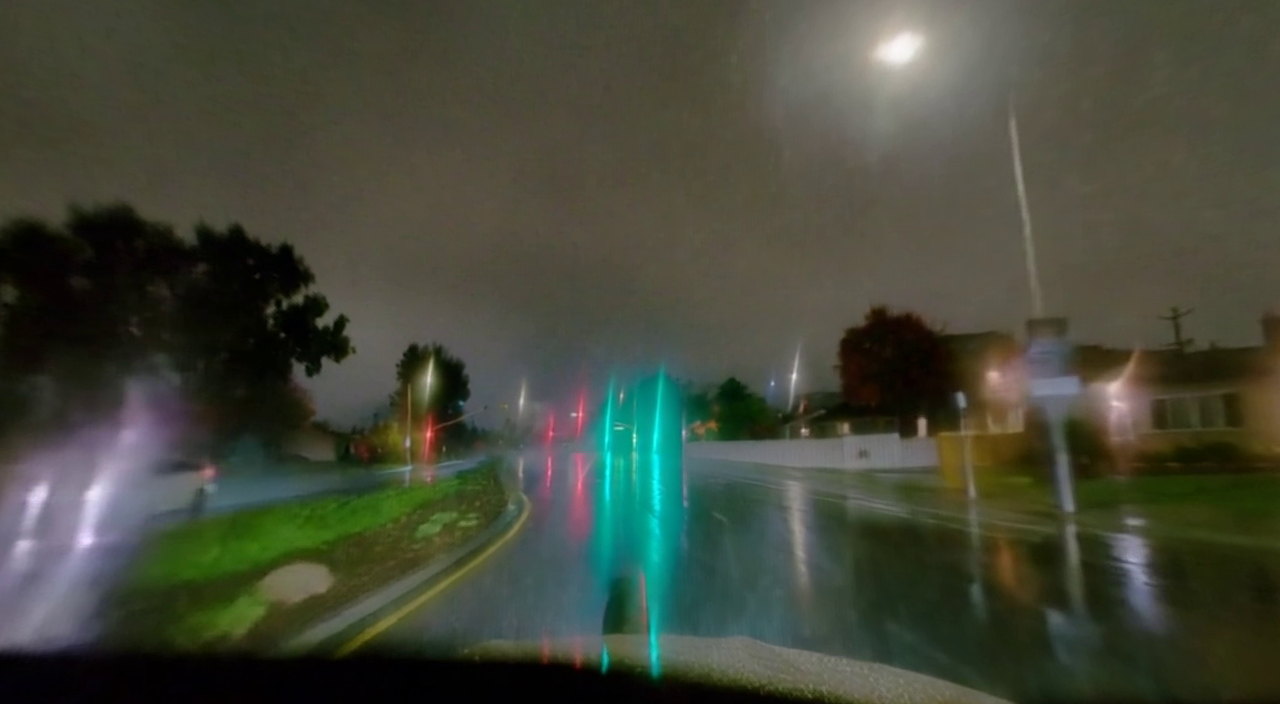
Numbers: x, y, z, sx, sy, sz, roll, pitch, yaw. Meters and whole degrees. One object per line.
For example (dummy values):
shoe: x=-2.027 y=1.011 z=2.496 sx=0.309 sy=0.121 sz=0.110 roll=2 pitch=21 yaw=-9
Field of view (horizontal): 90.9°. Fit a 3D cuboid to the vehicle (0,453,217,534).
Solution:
vehicle: x=-12.322 y=3.136 z=14.644 sx=1.965 sy=1.492 sz=4.498 roll=0 pitch=-8 yaw=-2
